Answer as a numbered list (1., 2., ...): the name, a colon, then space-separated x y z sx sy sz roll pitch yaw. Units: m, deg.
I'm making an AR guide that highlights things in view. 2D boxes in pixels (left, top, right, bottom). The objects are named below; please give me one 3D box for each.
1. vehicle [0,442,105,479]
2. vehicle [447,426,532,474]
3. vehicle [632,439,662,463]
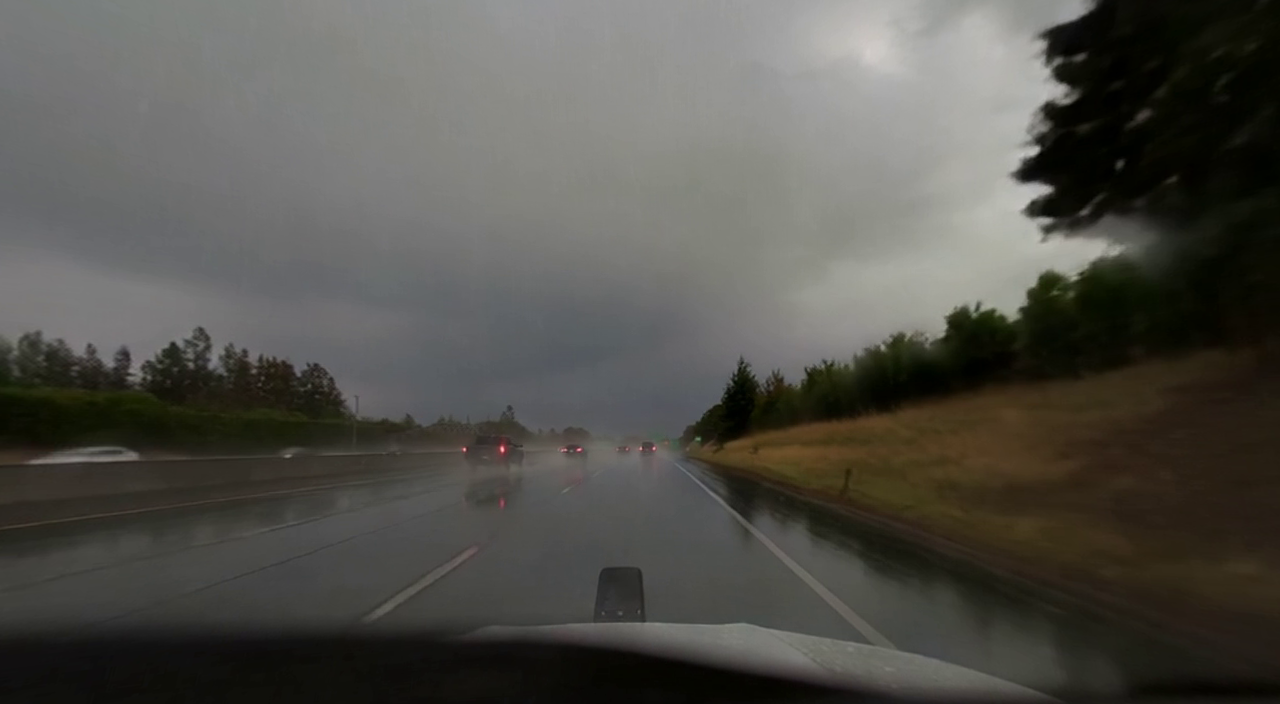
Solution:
1. vehicle: -28.583 5.096 29.942 1.993 1.606 4.790 0 -8 0
2. vehicle: -6.639 4.419 28.622 2.438 1.967 5.596 0 -8 1
3. vehicle: 0.546 7.392 47.310 2.141 1.706 4.065 0 -8 0
